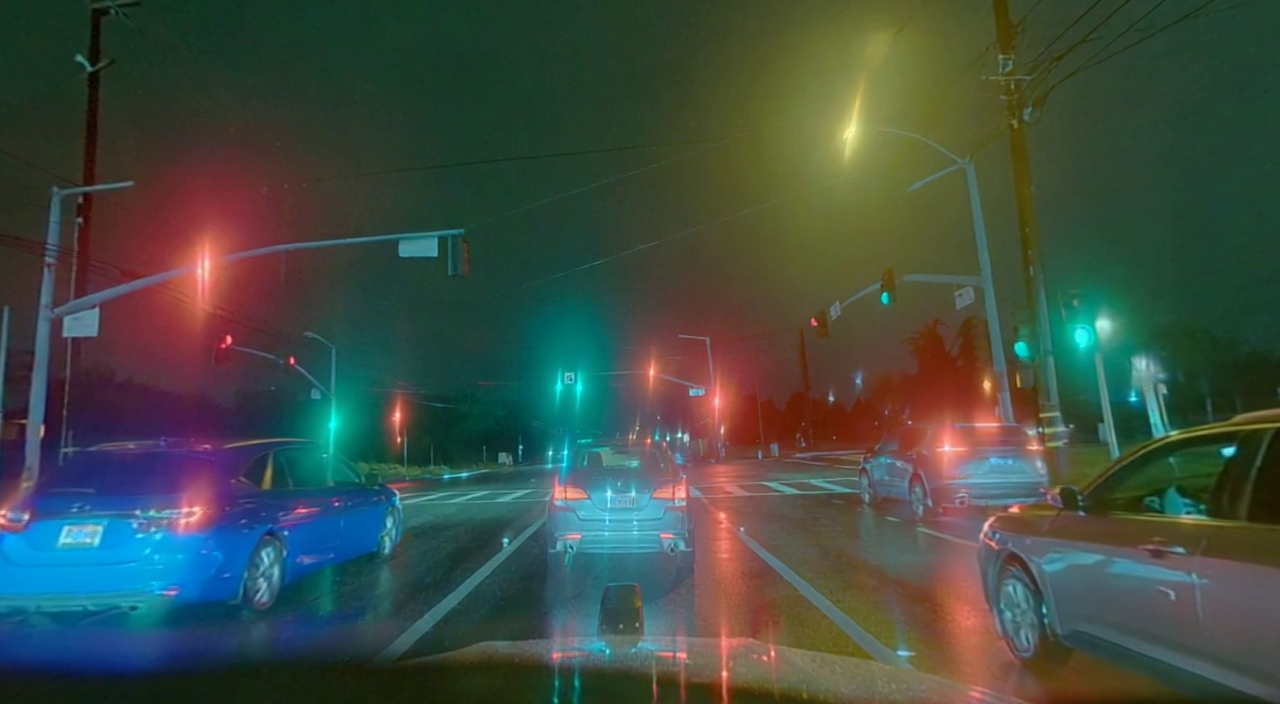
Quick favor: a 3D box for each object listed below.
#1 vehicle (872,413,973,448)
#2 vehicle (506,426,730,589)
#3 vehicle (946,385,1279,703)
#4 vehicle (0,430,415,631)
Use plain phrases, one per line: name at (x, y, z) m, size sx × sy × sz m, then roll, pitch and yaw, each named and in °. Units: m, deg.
vehicle at (15.116, 4.243, 33.997) m, size 4.431 × 1.555 × 1.886 m, roll -4°, pitch -9°, yaw 2°
vehicle at (-0.227, 1.753, 7.996) m, size 2.061 × 1.485 × 4.196 m, roll 0°, pitch -8°, yaw -1°
vehicle at (2.922, 0.888, 2.162) m, size 1.860 × 1.494 × 3.707 m, roll 0°, pitch -8°, yaw 0°
vehicle at (-4.379, 1.665, 6.975) m, size 2.106 × 1.492 × 4.312 m, roll 0°, pitch -8°, yaw 1°
